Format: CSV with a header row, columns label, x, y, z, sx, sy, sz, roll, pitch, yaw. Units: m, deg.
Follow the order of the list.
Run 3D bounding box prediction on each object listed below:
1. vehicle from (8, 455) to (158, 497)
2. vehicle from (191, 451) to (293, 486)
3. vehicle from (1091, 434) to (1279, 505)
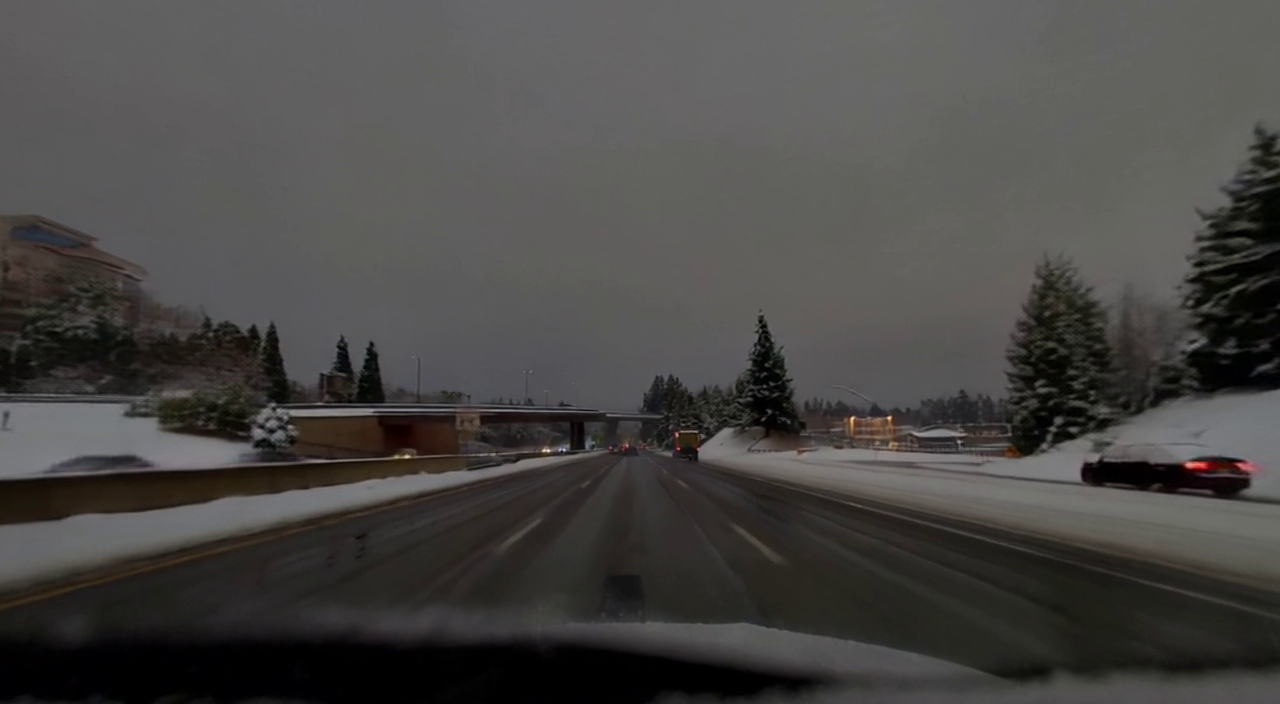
label,x,y,z,sx,sy,sz,roll,pitch,yaw
vehicle,-23.022,5.108,26.427,1.902,1.486,4.729,0,-9,1
vehicle,-18.935,5.541,30.341,1.907,1.490,4.498,0,-9,0
vehicle,13.713,2.850,15.740,1.878,1.509,4.327,-1,-9,3
